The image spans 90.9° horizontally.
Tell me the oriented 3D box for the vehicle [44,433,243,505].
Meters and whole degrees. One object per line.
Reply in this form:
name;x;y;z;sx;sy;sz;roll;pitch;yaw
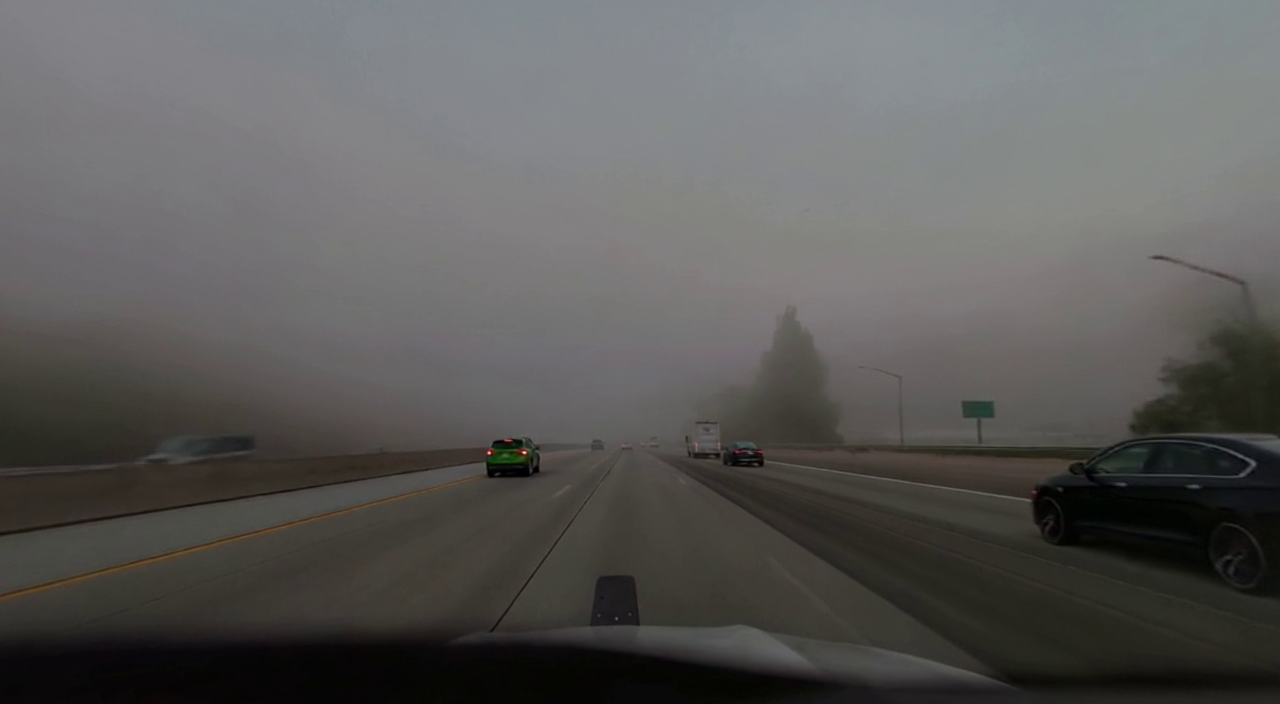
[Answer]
vehicle;-12.956;3.023;16.866;1.902;1.647;4.241;0;-8;-1

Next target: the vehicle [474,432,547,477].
vehicle;-4.769;3.818;23.824;1.966;1.570;3.859;0;-8;0

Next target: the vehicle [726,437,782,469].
vehicle;5.427;4.828;30.475;1.920;1.436;3.890;0;-8;-2

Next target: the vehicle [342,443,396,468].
vehicle;-16.928;6.450;39.524;1.761;1.419;3.733;0;-8;0

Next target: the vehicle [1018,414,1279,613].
vehicle;5.834;1.362;5.811;2.028;1.488;4.236;0;-8;-1
